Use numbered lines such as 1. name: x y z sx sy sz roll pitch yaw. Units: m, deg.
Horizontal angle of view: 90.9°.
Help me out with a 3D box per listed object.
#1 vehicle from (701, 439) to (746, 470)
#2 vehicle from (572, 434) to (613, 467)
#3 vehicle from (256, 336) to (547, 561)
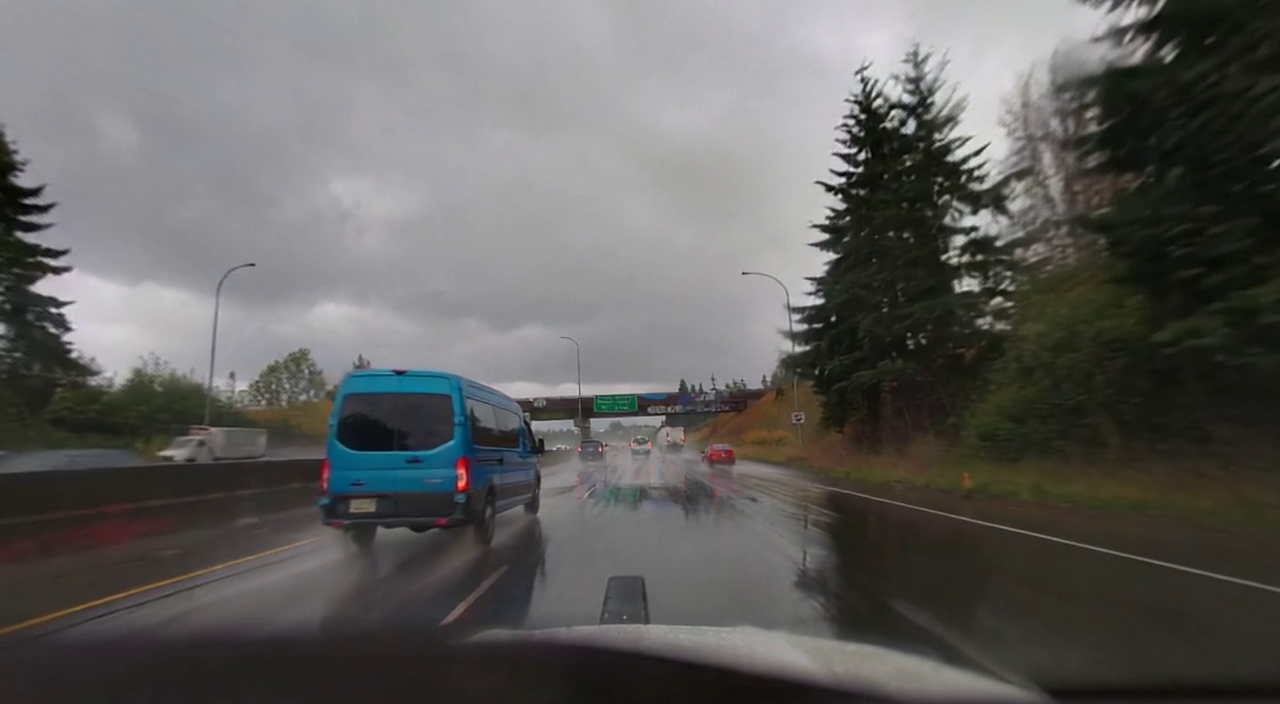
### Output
1. vehicle: 4.706 5.883 36.164 1.936 1.664 4.198 0 -9 -1
2. vehicle: -3.078 6.605 42.172 2.334 2.051 4.900 0 -9 1
3. vehicle: -3.205 1.558 10.347 2.451 2.627 5.868 0 -9 0
